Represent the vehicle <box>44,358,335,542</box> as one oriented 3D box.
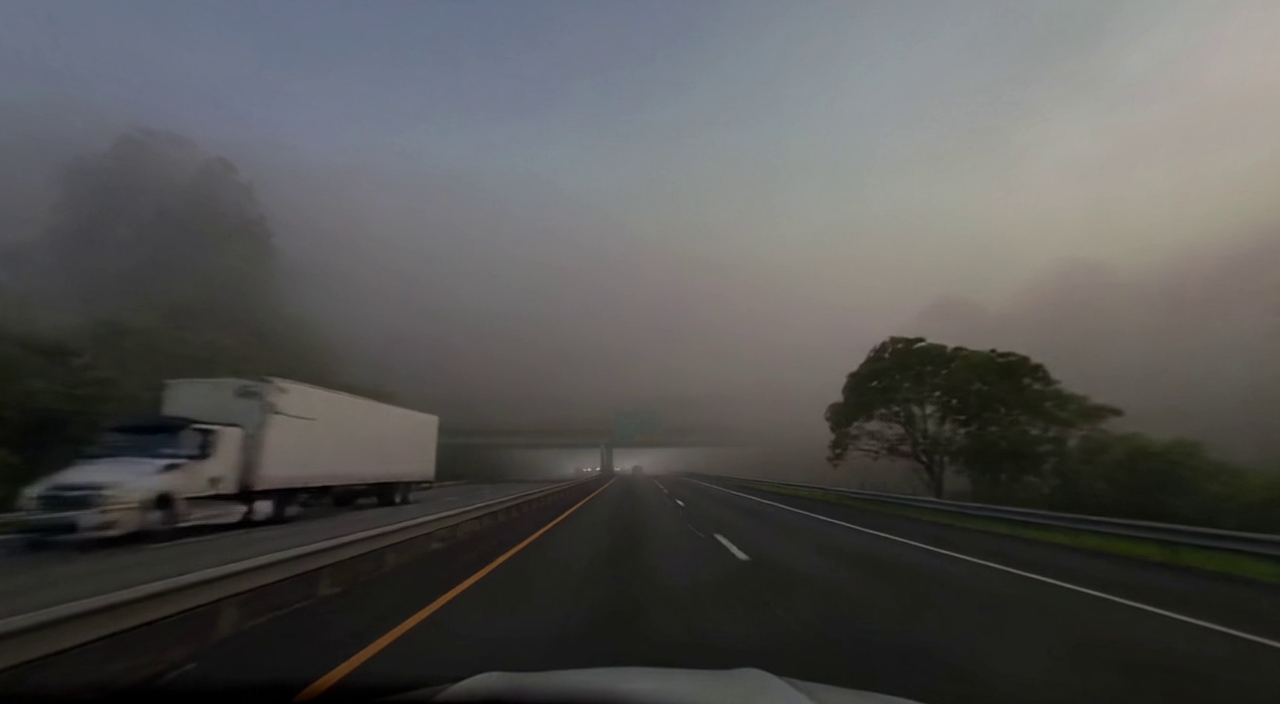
[{"bbox_3d":[-11.316,2.667,16.907,3.027,3.994,6.031,1,-10,0],"label":"vehicle"}]
